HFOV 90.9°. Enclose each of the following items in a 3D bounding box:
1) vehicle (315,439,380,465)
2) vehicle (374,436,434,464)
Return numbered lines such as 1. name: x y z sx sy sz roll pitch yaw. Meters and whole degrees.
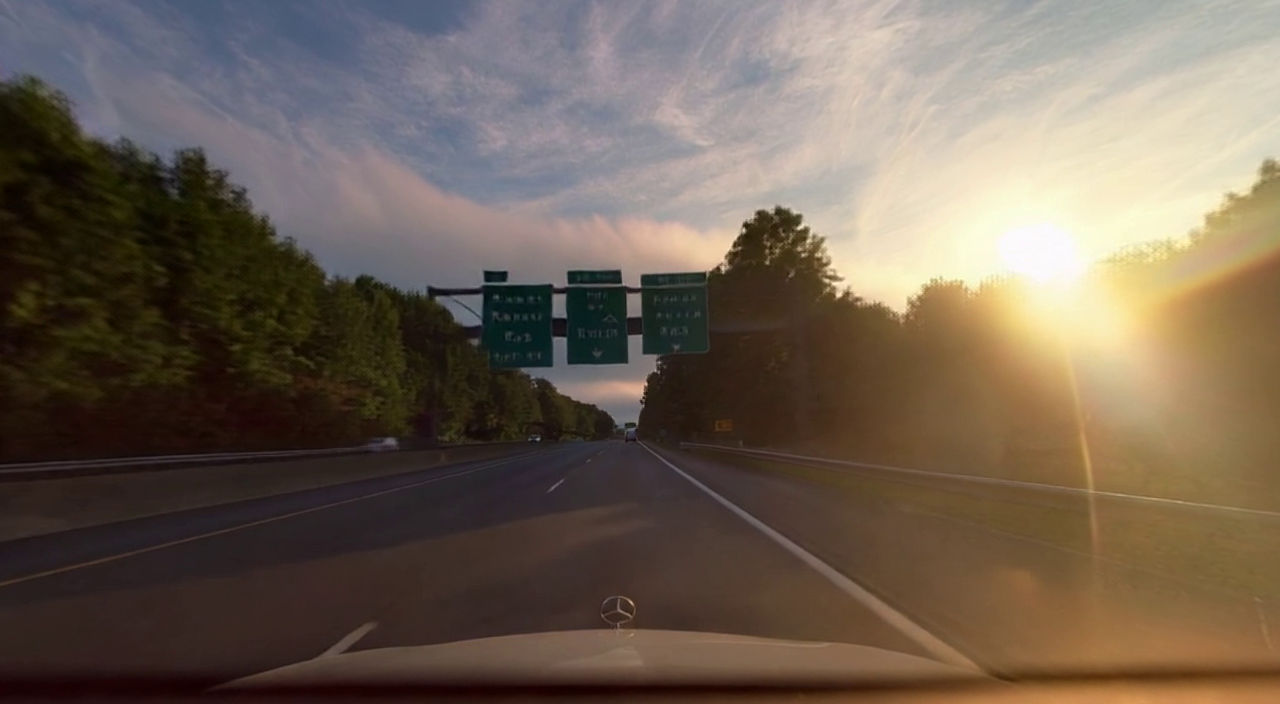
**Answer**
1. vehicle: -17.706 6.044 38.379 1.915 1.474 4.442 0 -8 -1
2. vehicle: -13.227 5.499 35.504 1.880 1.455 3.792 0 -8 0
